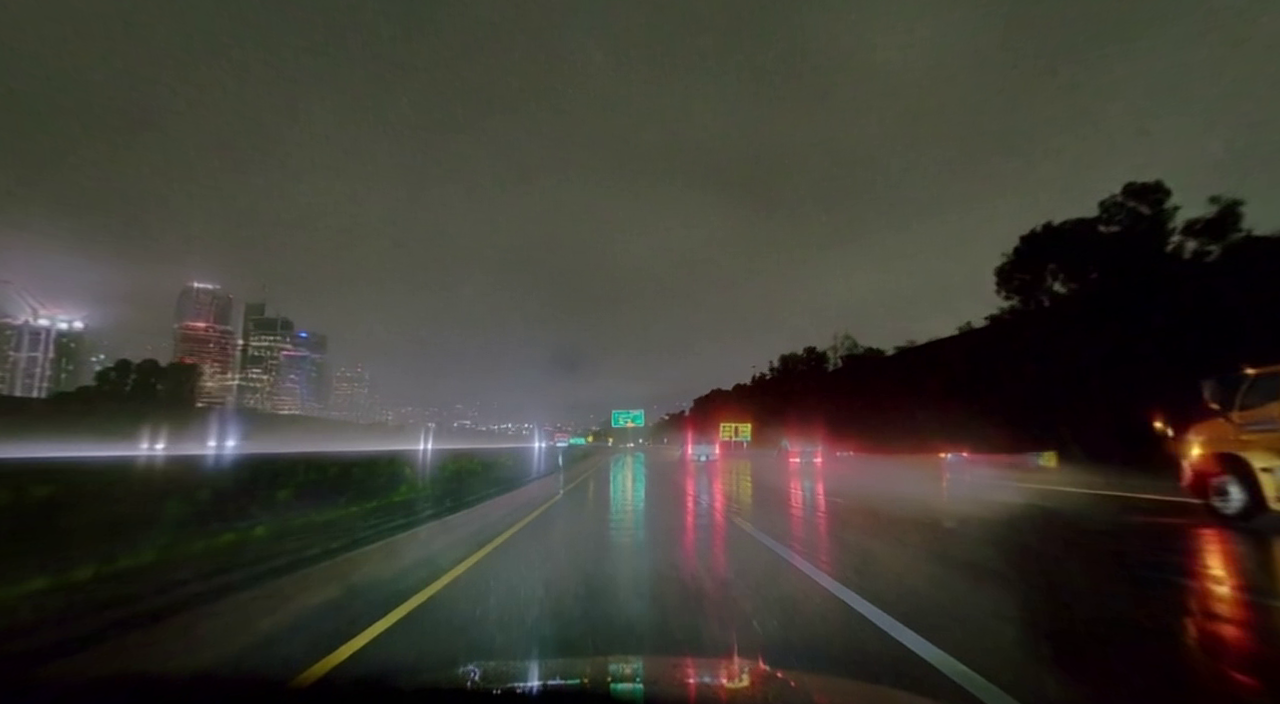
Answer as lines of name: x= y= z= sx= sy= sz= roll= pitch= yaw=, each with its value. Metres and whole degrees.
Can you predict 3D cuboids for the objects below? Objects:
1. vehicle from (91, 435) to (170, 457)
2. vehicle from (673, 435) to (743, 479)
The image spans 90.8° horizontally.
vehicle: x=-39.706 y=7.359 z=49.383 sx=1.961 sy=1.569 sz=5.189 roll=0 pitch=-8 yaw=-2
vehicle: x=2.826 y=4.510 z=27.330 sx=2.305 sy=1.729 sz=4.526 roll=0 pitch=-8 yaw=-3
